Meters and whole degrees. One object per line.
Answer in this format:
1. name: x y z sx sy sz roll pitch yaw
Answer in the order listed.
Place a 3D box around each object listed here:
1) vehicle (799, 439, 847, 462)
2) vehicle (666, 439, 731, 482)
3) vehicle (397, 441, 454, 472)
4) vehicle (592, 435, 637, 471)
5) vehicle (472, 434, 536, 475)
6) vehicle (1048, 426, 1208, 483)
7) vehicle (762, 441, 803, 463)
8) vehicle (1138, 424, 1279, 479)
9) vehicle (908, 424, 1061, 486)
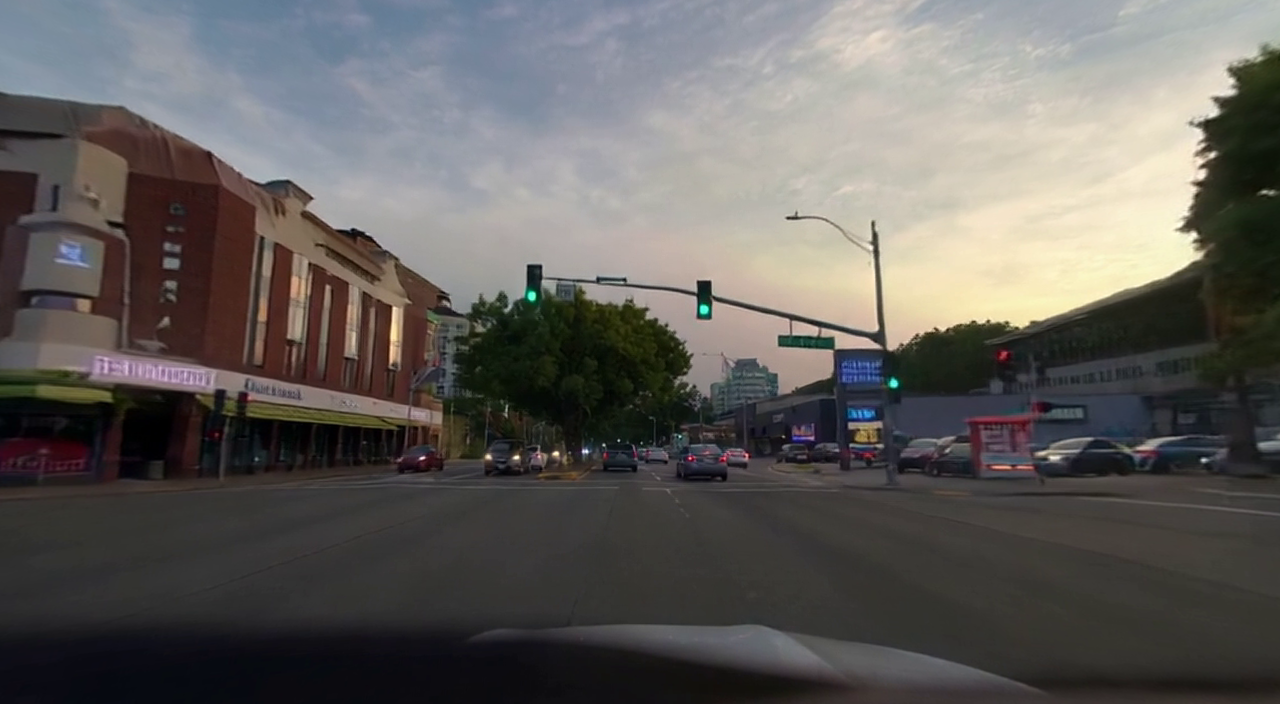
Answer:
1. vehicle: 14.108 7.605 48.894 2.007 1.642 5.001 -2 -8 -3
2. vehicle: 2.239 4.292 25.209 2.046 1.540 3.883 1 -8 -3
3. vehicle: -13.384 6.528 39.569 2.106 1.779 4.467 0 -8 -1
4. vehicle: -1.369 5.517 34.586 2.301 1.837 4.411 0 -8 -2
5. vehicle: -6.460 4.891 30.455 2.242 1.740 4.659 -1 -7 -2
6. vehicle: 17.204 3.643 22.621 2.020 1.796 4.600 -1 -8 0
7. vehicle: 11.015 7.719 48.970 2.058 1.493 4.612 -2 -8 0
8. vehicle: 20.496 3.488 22.317 2.143 1.731 4.290 0 -8 0
9. vehicle: 11.897 3.593 22.294 2.304 1.907 4.844 0 -8 -6
